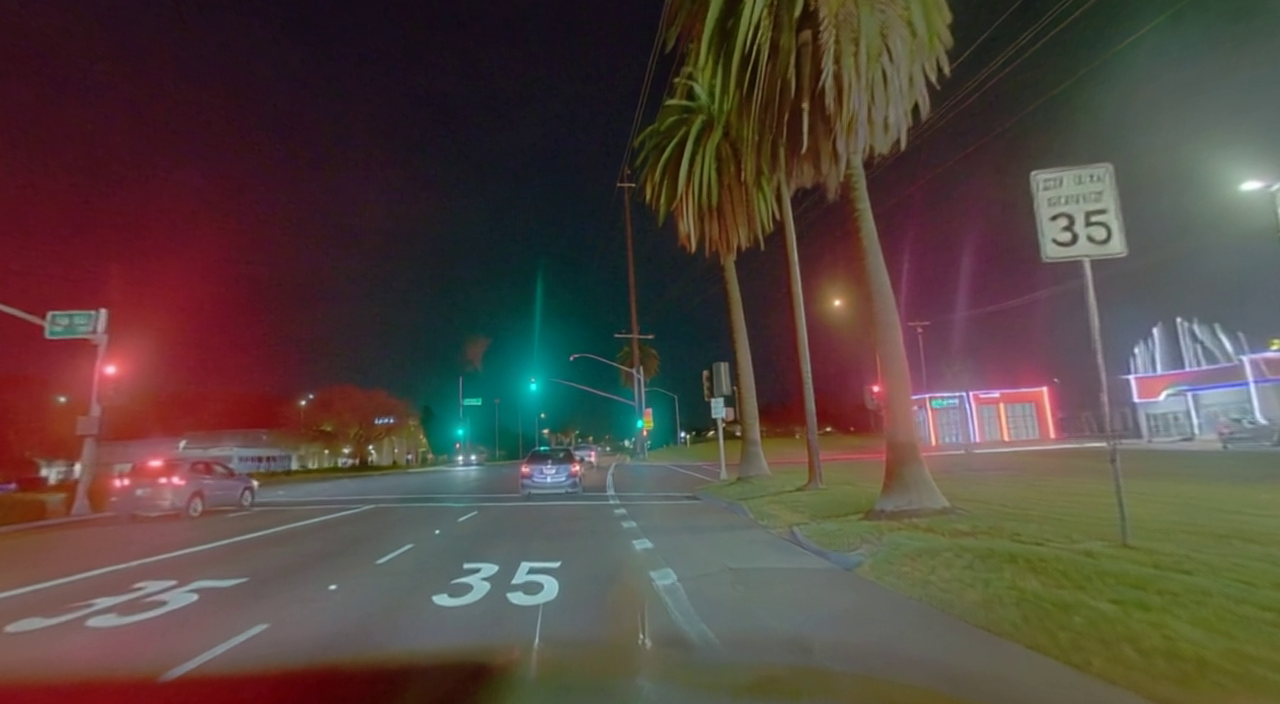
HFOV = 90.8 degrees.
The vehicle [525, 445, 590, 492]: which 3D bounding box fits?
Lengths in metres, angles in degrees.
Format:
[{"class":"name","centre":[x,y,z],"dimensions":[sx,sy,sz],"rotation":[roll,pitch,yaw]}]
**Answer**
[{"class":"vehicle","centre":[-2.851,4.105,22.618],"dimensions":[2.063,1.474,4.334],"rotation":[0,-9,-5]}]

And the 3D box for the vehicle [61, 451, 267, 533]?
[{"class":"vehicle","centre":[-12.307,3.585,16.875],"dimensions":[2.050,1.811,4.752],"rotation":[0,-9,-5]}]
